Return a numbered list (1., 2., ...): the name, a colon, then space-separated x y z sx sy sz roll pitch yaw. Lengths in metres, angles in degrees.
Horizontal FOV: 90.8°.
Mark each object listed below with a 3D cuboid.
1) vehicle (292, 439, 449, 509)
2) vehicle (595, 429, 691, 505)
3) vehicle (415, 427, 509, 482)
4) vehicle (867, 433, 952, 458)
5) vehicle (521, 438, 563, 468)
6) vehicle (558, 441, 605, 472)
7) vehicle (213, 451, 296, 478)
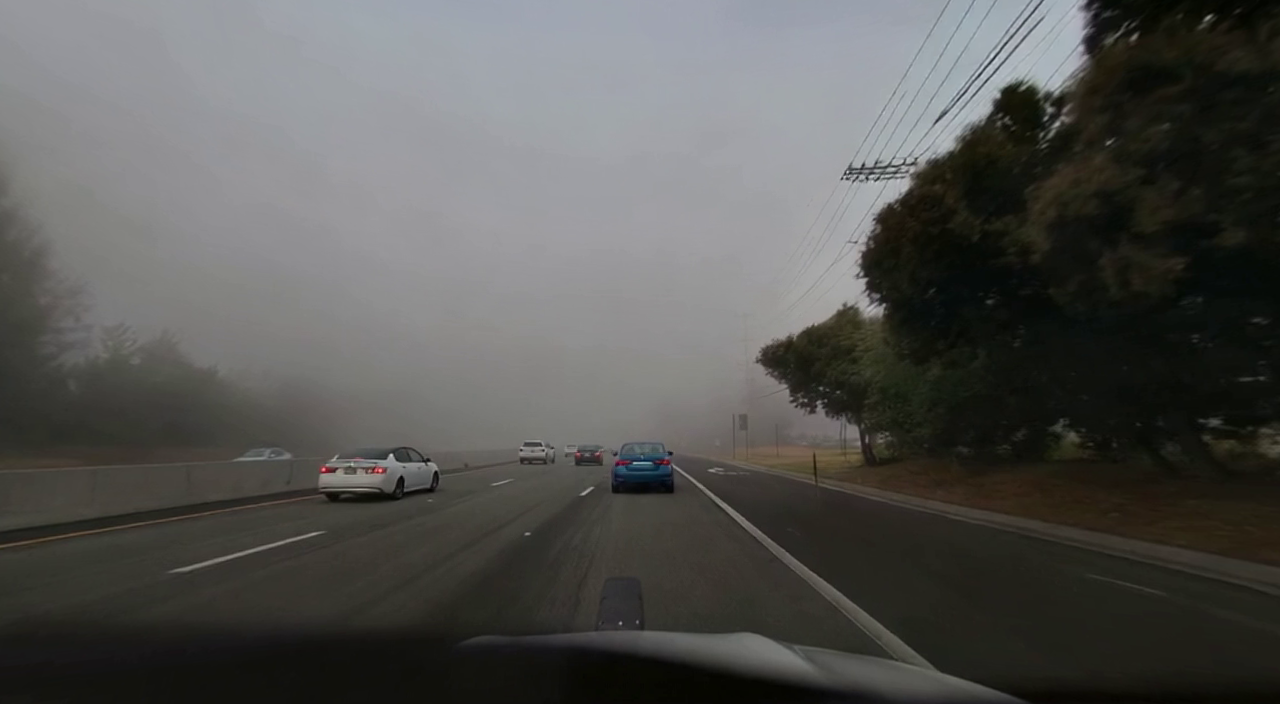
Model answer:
1. vehicle: -6.474 2.954 15.843 1.900 1.483 4.547 0 -8 0
2. vehicle: 0.068 2.862 16.160 2.140 1.653 4.108 0 -8 0
3. vehicle: -6.739 3.963 24.639 2.144 1.905 4.967 0 -8 1
4. vehicle: 17.777 6.213 41.784 4.659 1.572 2.019 0 -8 0
5. vehicle: -6.114 6.354 39.957 1.914 1.756 4.179 0 -8 1
6. vehicle: -3.023 5.485 33.471 2.055 1.510 3.961 0 -8 2
7. vehicle: -22.639 6.603 37.323 1.911 1.439 4.742 0 -8 0
